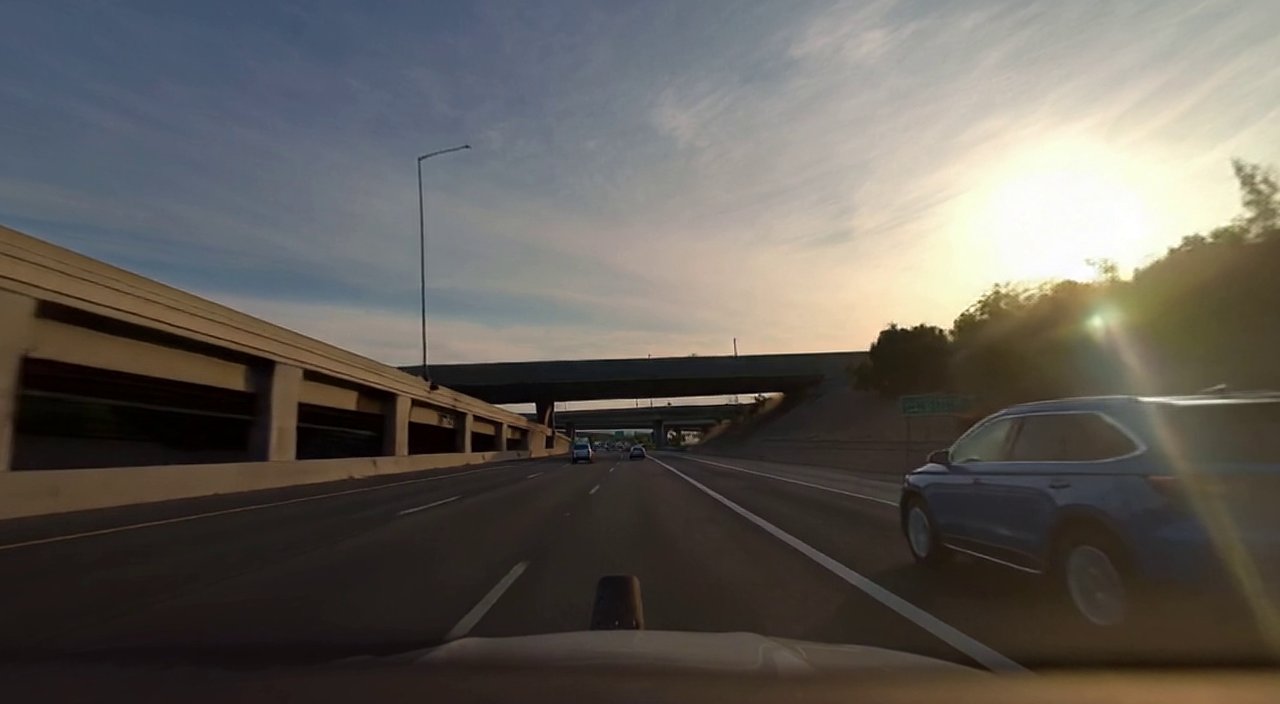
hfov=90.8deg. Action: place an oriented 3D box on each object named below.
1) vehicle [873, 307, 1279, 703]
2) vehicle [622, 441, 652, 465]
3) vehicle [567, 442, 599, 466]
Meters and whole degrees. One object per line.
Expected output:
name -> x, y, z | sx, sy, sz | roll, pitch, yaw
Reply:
vehicle -> 3.718, 1.014, 4.384 | 2.288, 1.841, 4.779 | 0, -8, -1
vehicle -> -0.227, 7.389, 46.501 | 2.132, 1.657, 3.967 | 0, -8, -1
vehicle -> -4.081, 7.336, 45.778 | 2.000, 1.646, 4.201 | 0, -8, -1
